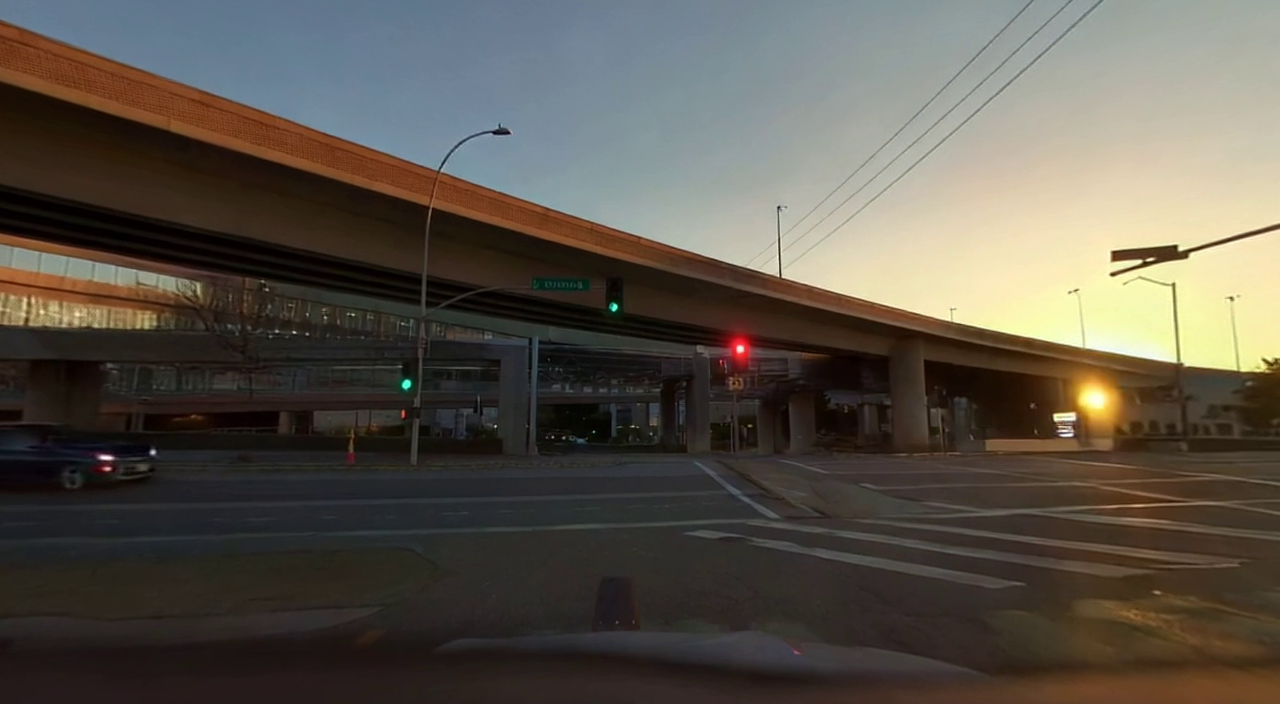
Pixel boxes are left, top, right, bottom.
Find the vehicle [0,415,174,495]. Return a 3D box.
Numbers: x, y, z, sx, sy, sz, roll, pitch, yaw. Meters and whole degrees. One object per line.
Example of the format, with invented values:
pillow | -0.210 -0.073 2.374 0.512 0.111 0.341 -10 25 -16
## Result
vehicle | -13.074 2.255 13.998 3.897 1.637 1.832 0 -9 -4
